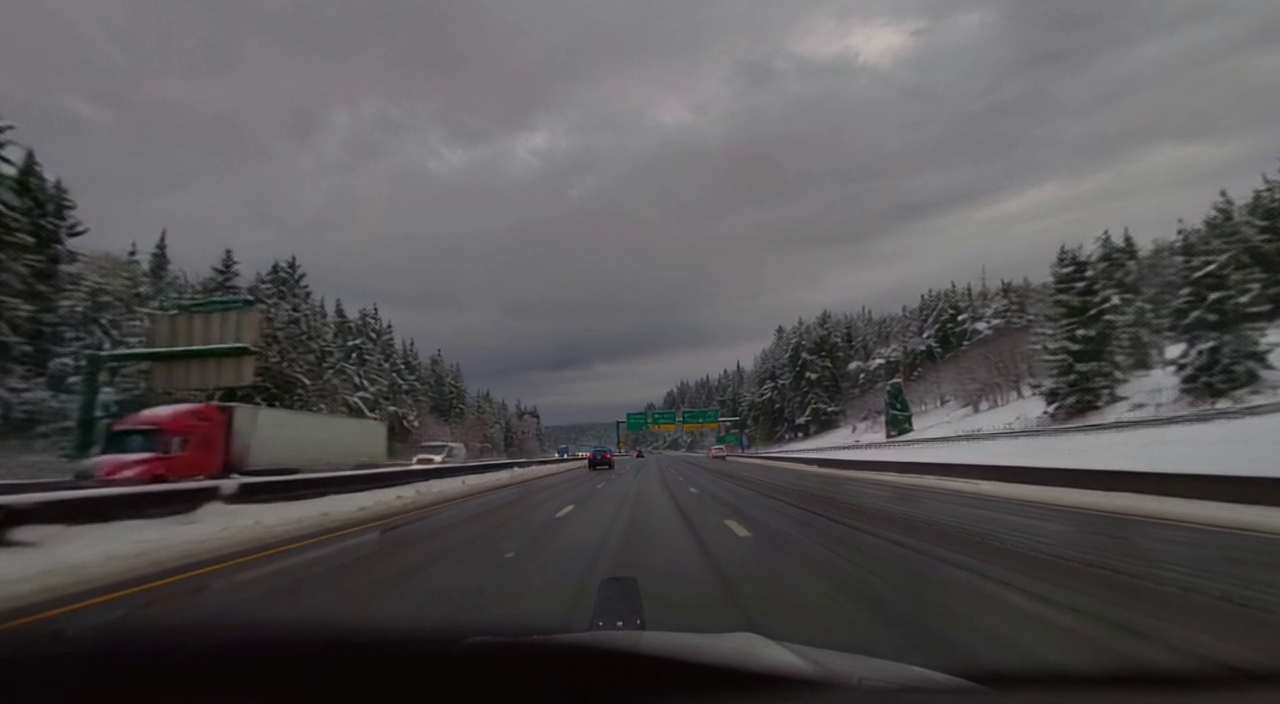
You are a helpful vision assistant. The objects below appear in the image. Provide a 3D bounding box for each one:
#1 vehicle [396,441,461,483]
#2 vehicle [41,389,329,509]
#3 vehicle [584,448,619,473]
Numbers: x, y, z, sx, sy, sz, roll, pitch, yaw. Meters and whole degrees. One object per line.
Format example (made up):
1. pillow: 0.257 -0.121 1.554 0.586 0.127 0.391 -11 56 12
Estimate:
1. vehicle: -13.984 7.304 42.127 2.331 2.554 5.554 0 -9 1
2. vehicle: -18.193 4.158 27.144 3.189 3.995 12.063 0 -9 1
3. vehicle: -2.662 7.656 44.721 2.086 1.650 4.122 0 -9 2
